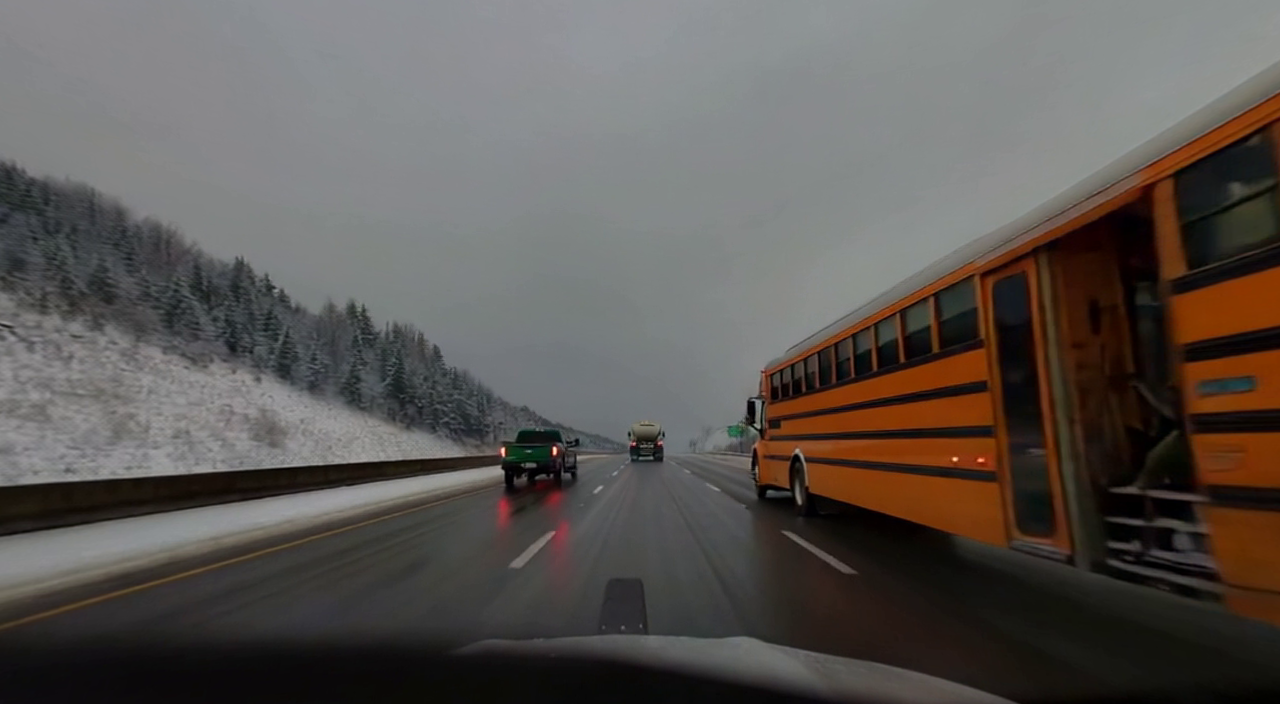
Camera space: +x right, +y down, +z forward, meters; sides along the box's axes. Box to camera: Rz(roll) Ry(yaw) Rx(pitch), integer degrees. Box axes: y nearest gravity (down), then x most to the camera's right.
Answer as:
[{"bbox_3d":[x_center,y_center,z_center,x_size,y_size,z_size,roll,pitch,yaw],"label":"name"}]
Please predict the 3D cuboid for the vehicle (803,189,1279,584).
[{"bbox_3d":[4.589,0.698,9.072,2.604,3.677,6.470,0,-8,-1],"label":"vehicle"}]

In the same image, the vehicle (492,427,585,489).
[{"bbox_3d":[-3.421,3.720,22.589,2.241,1.927,5.833,0,-8,1],"label":"vehicle"}]

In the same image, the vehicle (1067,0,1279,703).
[{"bbox_3d":[4.370,-0.377,0.783,2.716,3.705,7.018,0,-8,1],"label":"vehicle"}]

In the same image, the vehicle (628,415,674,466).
[{"bbox_3d":[0.680,6.453,46.017,2.948,3.265,10.569,0,-8,-1],"label":"vehicle"}]
